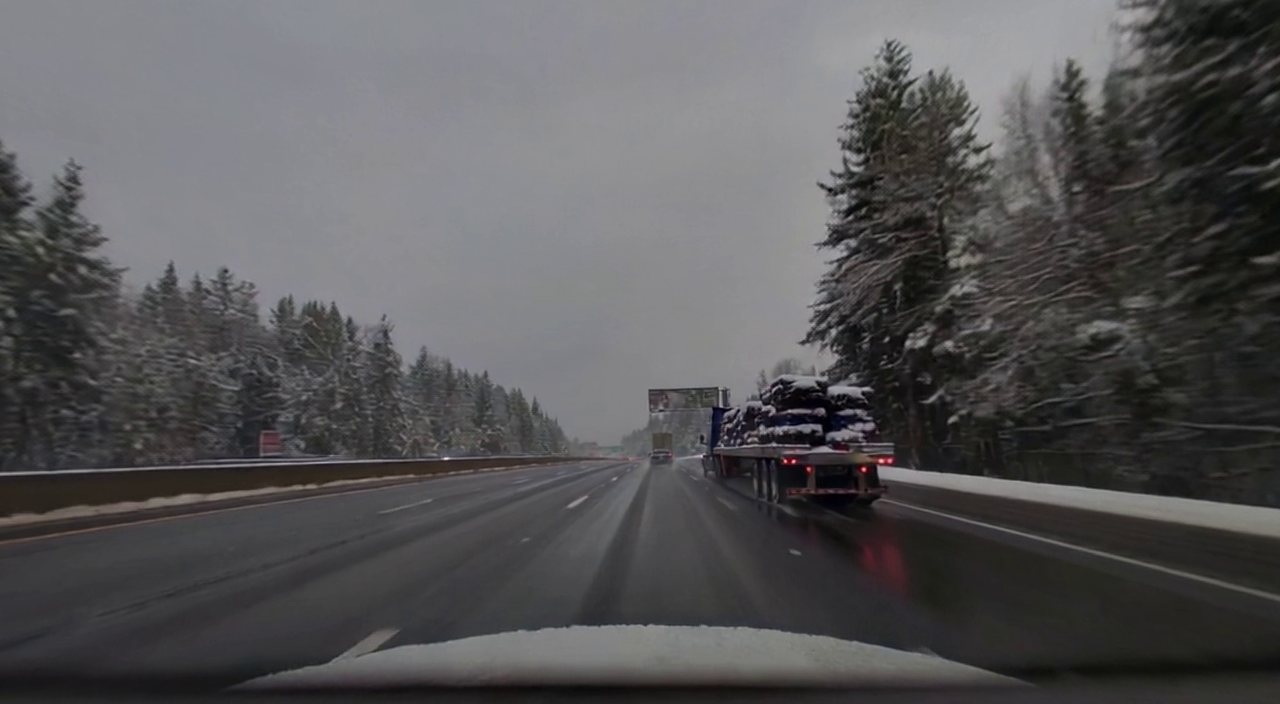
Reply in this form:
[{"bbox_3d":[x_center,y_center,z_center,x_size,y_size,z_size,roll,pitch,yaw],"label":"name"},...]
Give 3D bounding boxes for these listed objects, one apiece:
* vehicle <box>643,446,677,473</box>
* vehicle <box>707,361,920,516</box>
[{"bbox_3d":[1.217,6.635,39.235,2.042,1.528,4.300,0,-8,1],"label":"vehicle"},{"bbox_3d":[4.539,3.141,22.335,2.917,3.179,18.723,0,-8,2],"label":"vehicle"}]
